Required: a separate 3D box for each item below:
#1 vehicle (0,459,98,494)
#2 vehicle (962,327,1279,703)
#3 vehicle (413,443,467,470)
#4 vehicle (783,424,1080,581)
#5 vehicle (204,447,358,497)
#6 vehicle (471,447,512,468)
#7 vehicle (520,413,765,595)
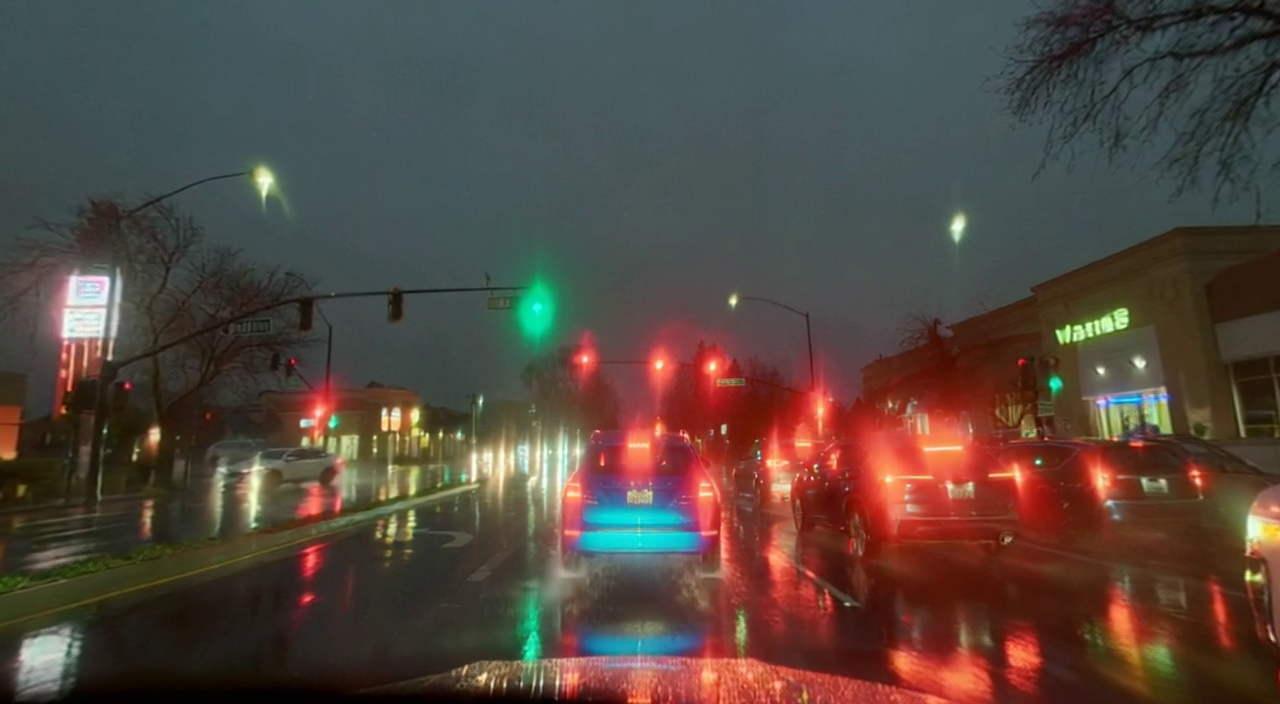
[{"bbox_3d":[-27.222,5.497,28.067,4.285,1.427,1.883,3,-9,-23],"label":"vehicle"},{"bbox_3d":[2.984,0.704,1.557,2.075,1.661,4.401,0,-9,1],"label":"vehicle"},{"bbox_3d":[-15.086,7.891,48.049,2.395,1.903,4.860,-1,-9,1],"label":"vehicle"},{"bbox_3d":[3.319,1.781,8.295,1.865,1.496,4.170,0,-9,0],"label":"vehicle"},{"bbox_3d":[-12.833,4.233,22.741,4.265,1.604,2.269,8,-12,-44],"label":"vehicle"},{"bbox_3d":[-11.276,8.002,48.245,2.099,1.478,4.411,0,-9,0],"label":"vehicle"},{"bbox_3d":[0.002,1.625,7.507,2.154,1.577,3.723,0,-9,-1],"label":"vehicle"}]
